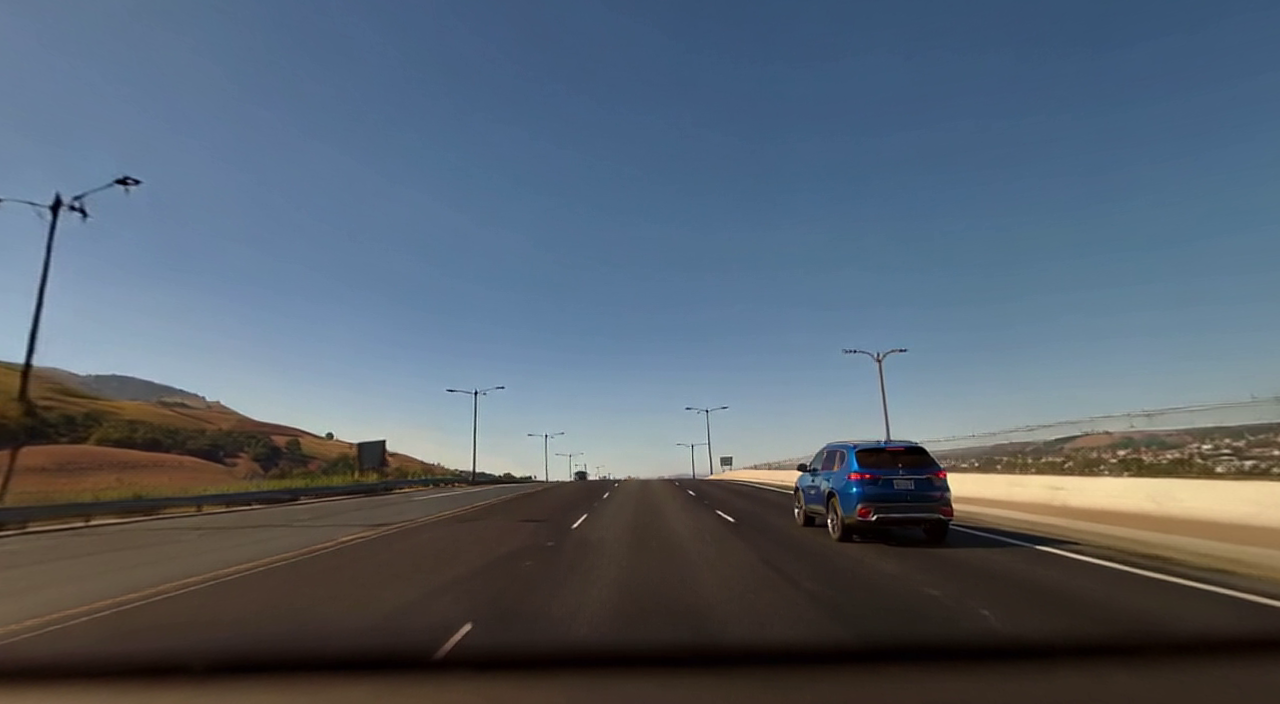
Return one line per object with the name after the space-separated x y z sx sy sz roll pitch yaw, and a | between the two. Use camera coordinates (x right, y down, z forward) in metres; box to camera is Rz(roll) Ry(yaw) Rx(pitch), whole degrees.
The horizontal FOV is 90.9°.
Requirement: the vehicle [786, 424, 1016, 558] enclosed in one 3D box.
3.935 2.161 10.494 1.989 1.730 4.324 0 -9 1 | vehicle
